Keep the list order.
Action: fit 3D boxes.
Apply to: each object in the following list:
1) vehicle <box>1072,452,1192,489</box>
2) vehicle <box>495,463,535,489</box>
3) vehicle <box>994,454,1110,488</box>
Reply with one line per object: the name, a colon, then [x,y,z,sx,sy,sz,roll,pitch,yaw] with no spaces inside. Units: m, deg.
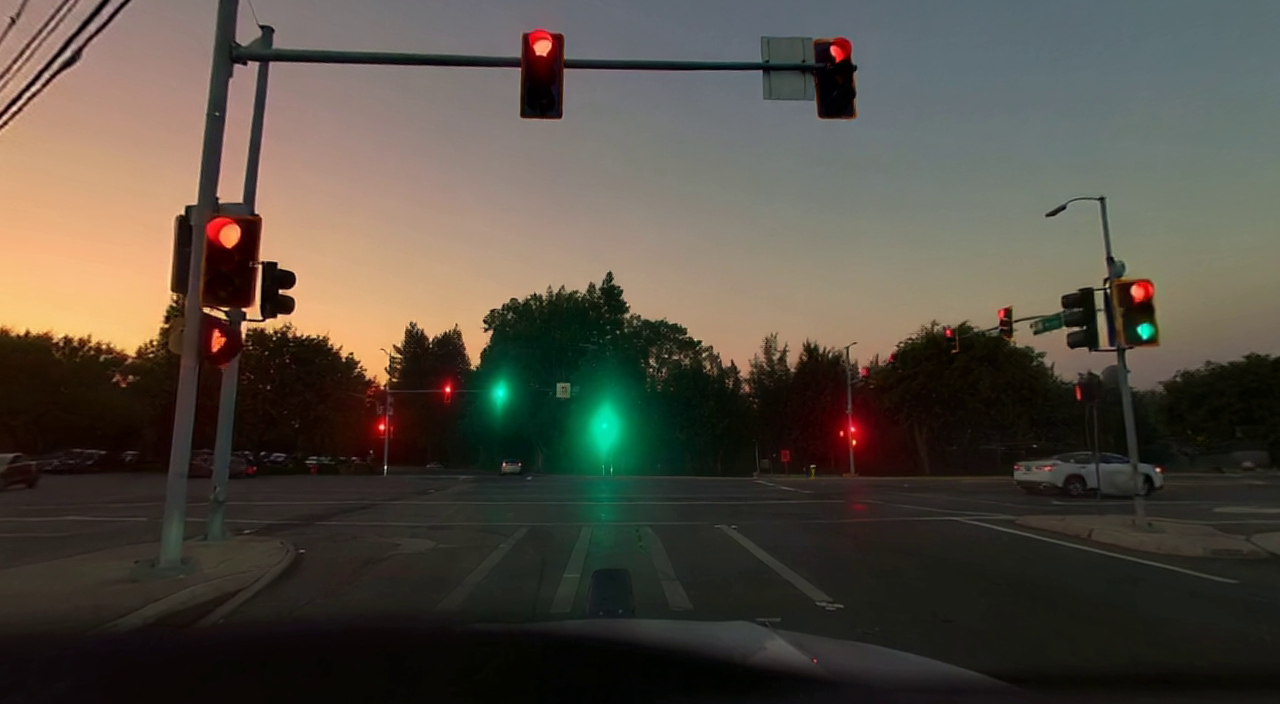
vehicle: [22.696,5.444,29.127,3.998,1.590,1.936,1,-9,-6]
vehicle: [-9.052,9.000,45.916,2.045,1.608,3.709,0,-8,1]
vehicle: [21.177,6.152,32.497,4.455,1.647,2.124,1,-12,-6]
